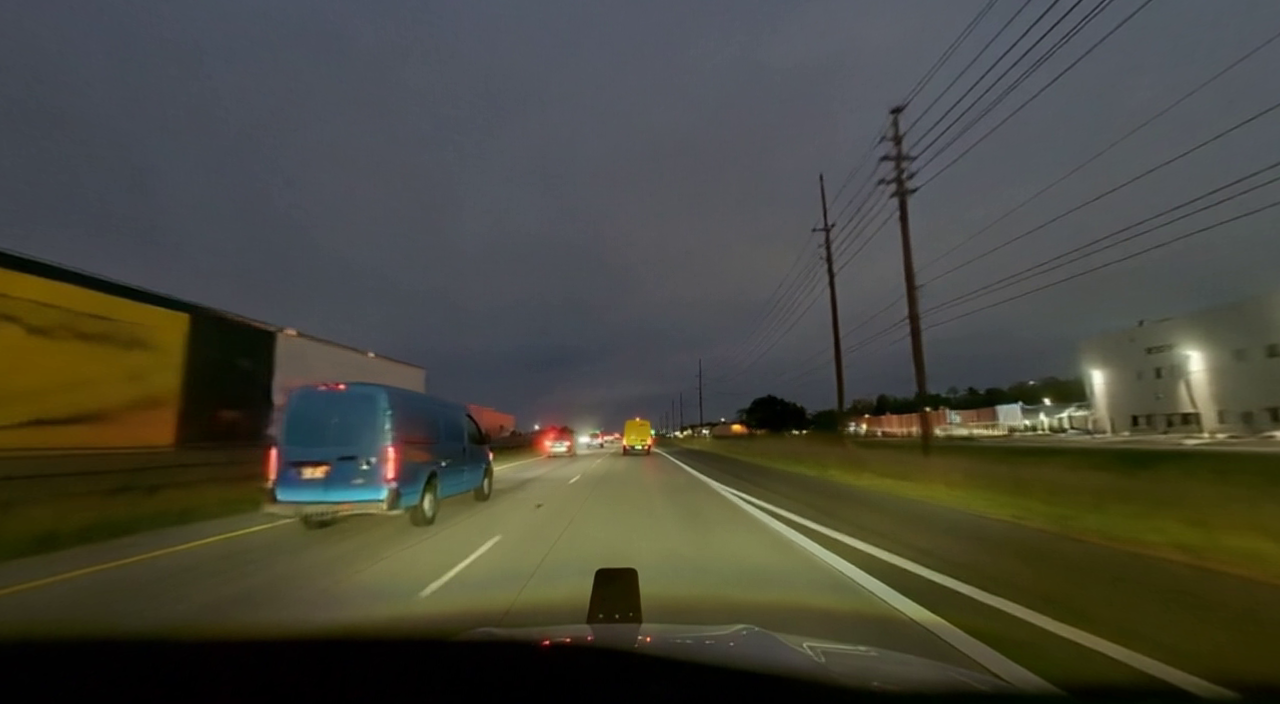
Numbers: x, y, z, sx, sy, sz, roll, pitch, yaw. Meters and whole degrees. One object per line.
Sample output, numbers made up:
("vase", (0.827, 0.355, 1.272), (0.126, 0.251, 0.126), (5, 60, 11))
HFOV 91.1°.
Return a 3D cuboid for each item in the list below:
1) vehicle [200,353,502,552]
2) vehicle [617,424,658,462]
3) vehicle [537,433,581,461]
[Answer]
("vehicle", (-4.152, 1.597, 10.622), (2.388, 2.410, 5.787), (0, -8, -1))
("vehicle", (-0.170, 5.229, 36.283), (2.213, 1.997, 4.456), (0, -8, -1))
("vehicle", (-4.653, 5.544, 36.865), (2.058, 1.557, 4.125), (0, -8, 0))
